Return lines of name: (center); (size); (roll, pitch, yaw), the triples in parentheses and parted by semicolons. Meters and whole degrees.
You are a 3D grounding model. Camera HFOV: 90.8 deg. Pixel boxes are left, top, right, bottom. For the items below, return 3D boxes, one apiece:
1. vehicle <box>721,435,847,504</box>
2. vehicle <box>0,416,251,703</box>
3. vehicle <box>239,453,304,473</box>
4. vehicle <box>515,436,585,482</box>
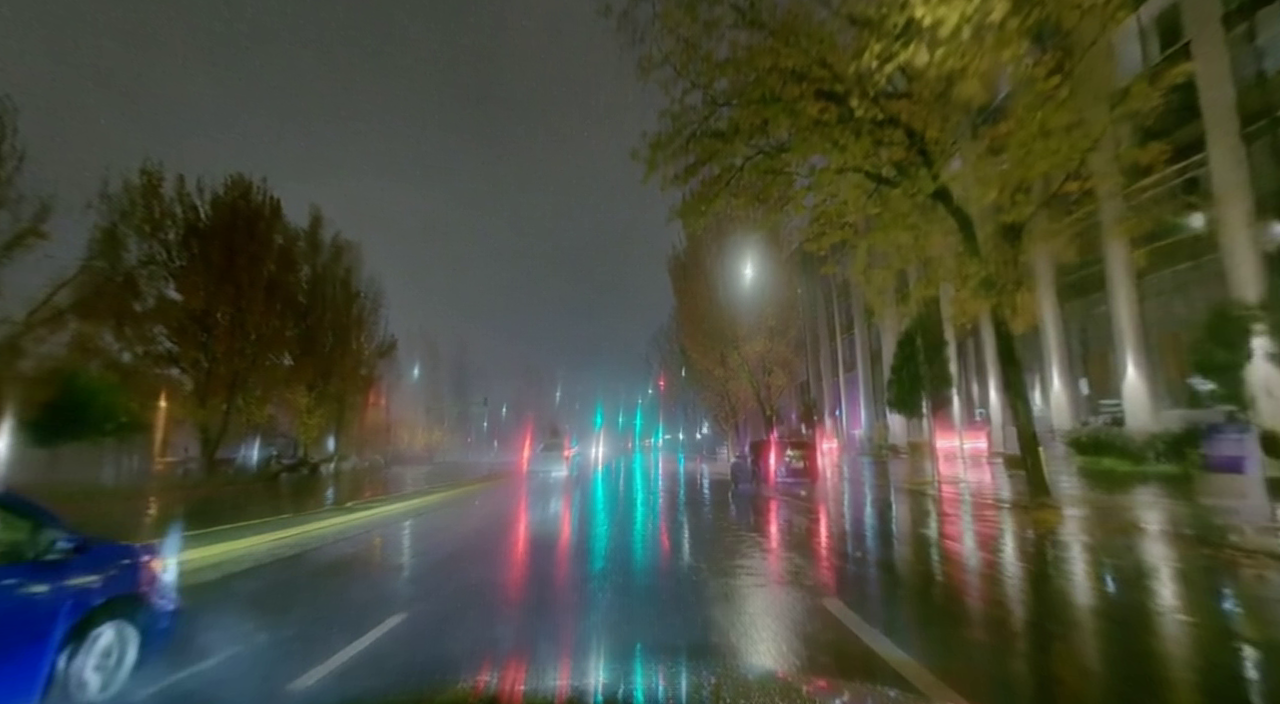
vehicle: (3.471, 2.925, 16.232); (1.961, 1.482, 4.538); (0, -8, -3)
vehicle: (-3.610, 0.910, 1.908); (2.060, 1.466, 4.387); (0, -8, 0)
vehicle: (-29.012, 8.723, 49.792); (3.907, 1.533, 1.829); (0, -8, -1)
vehicle: (-3.603, 4.395, 26.205); (2.145, 1.694, 4.642); (0, -8, 1)
